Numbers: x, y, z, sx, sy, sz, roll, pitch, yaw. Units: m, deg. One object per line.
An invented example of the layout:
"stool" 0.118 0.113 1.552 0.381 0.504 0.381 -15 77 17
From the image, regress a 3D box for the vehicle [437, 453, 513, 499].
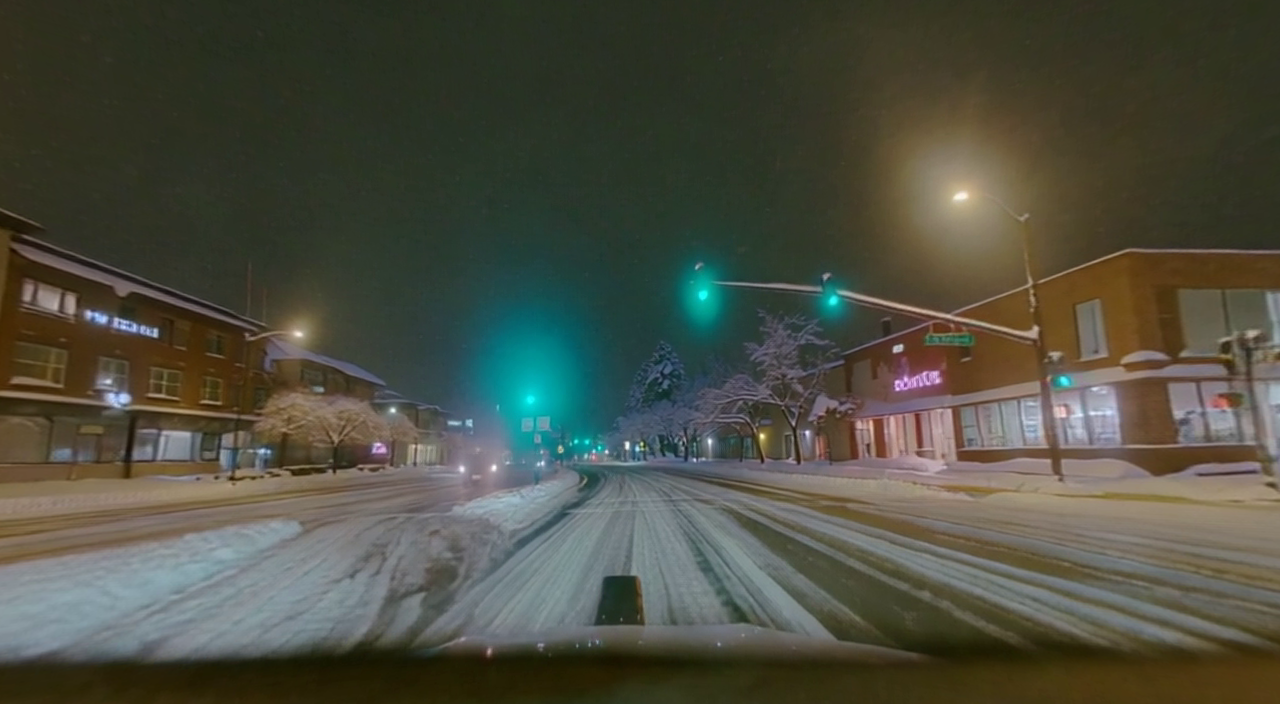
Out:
"vehicle" -6.031 4.558 23.620 1.894 1.474 4.332 0 -8 -4
